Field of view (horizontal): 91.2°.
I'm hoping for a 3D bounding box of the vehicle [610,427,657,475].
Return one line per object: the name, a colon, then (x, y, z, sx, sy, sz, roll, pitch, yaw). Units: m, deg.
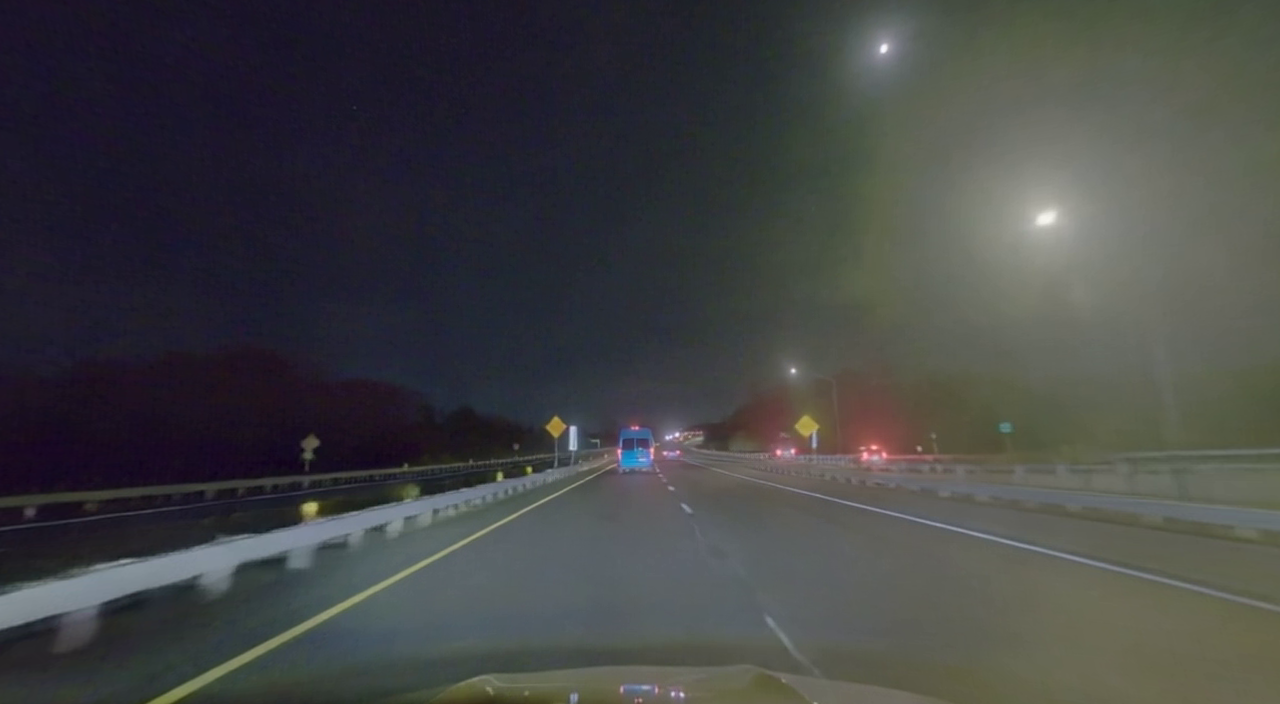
vehicle: (-0.371, 5.878, 37.250, 2.560, 2.598, 5.581, 0, -9, 0)
